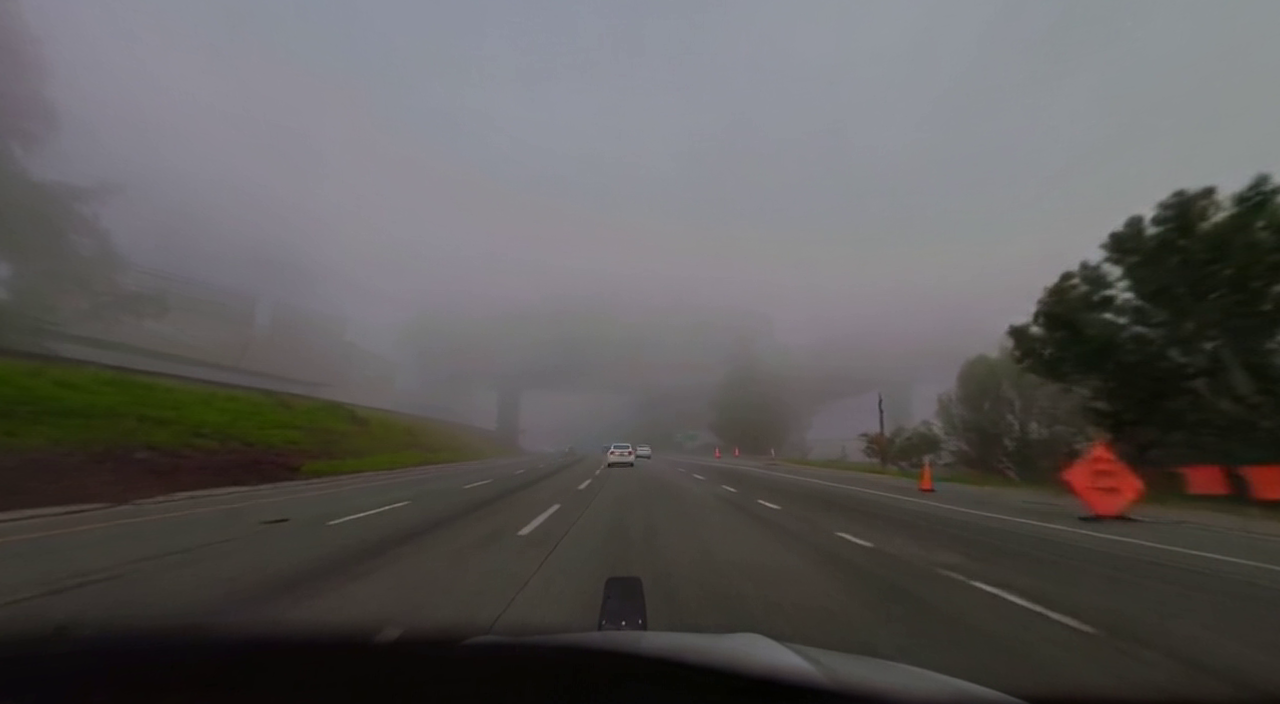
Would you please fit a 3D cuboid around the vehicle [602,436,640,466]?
[{"bbox_3d":[-1.324,6.417,40.982,2.328,1.805,4.502,0,-8,-3],"label":"vehicle"}]
